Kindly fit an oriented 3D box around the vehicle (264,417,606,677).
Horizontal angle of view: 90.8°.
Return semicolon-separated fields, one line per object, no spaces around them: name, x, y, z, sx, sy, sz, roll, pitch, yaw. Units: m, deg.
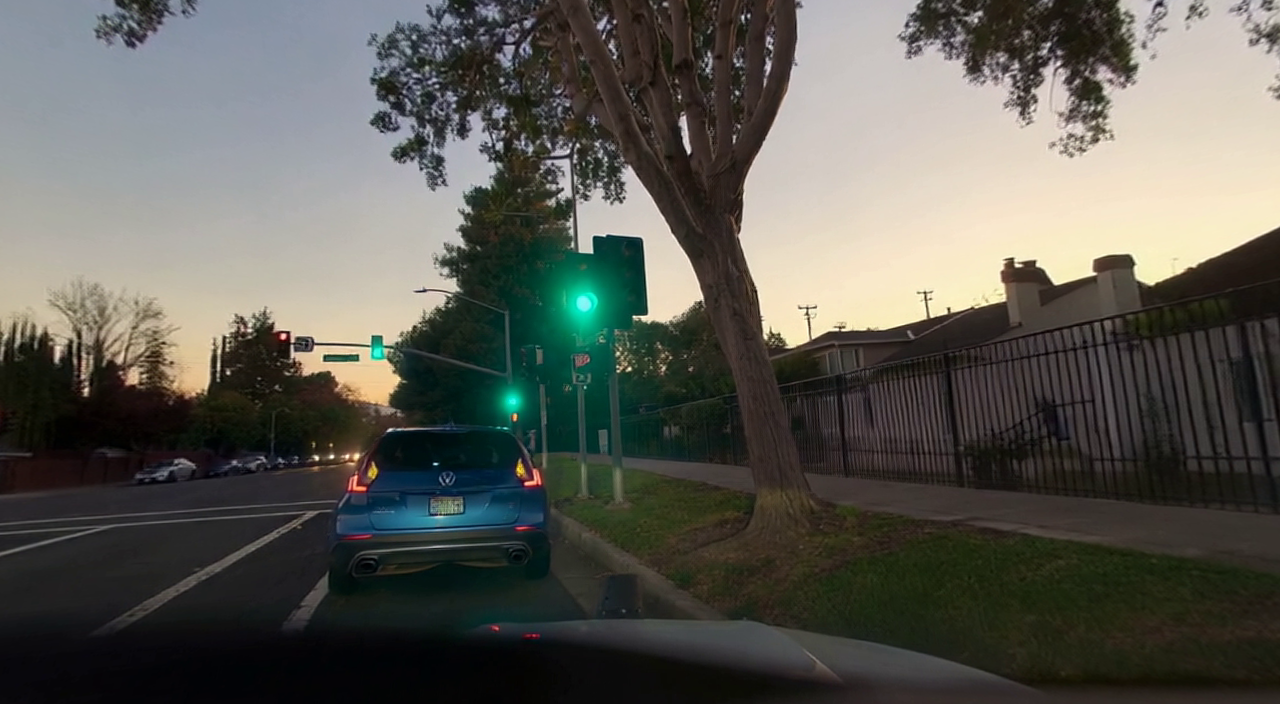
vehicle;-1.725;1.443;5.810;2.024;1.502;3.702;2;-9;-16

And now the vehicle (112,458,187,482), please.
vehicle;-36.700;8.833;47.331;3.959;1.680;1.785;1;-9;-11
